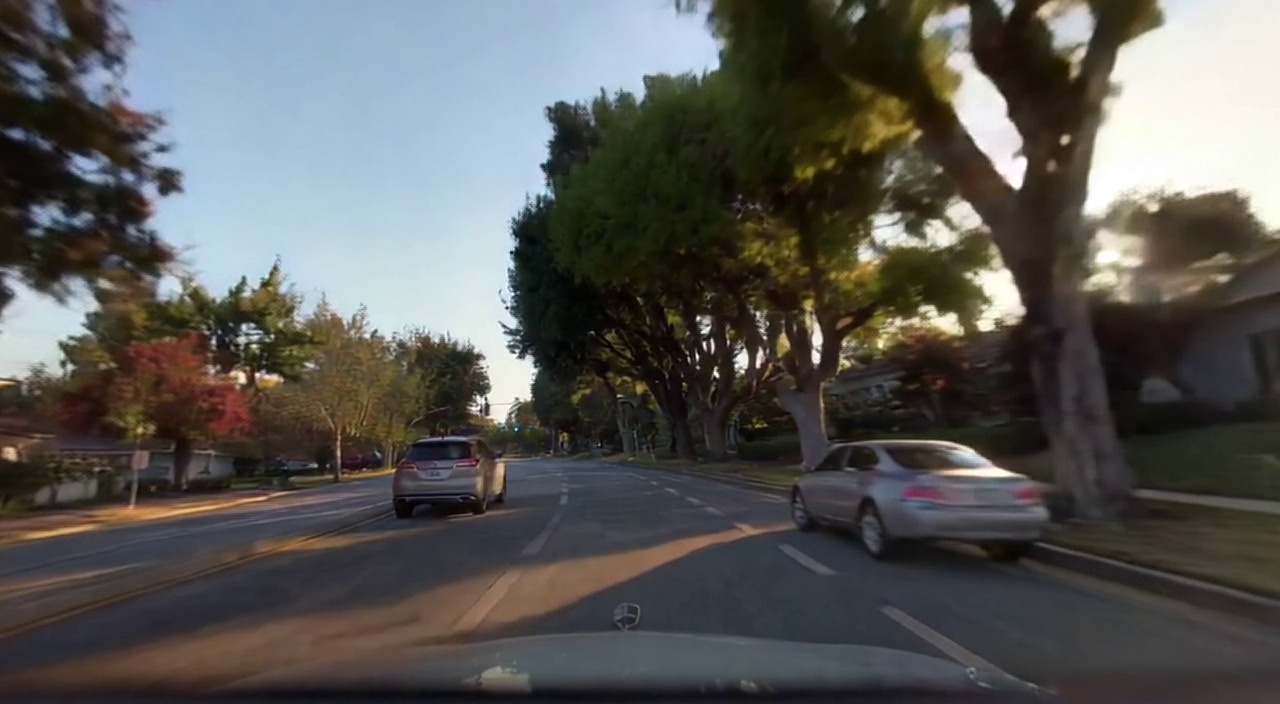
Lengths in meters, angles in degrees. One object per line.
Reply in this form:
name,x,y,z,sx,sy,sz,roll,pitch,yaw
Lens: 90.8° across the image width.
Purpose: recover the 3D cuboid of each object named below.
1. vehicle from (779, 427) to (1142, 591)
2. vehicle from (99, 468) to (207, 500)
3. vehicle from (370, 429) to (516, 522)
vehicle,3.414,1.733,7.949,1.928,1.447,4.386,1,-8,-6
vehicle,-24.366,6.615,31.735,3.892,1.323,1.741,0,-7,-9
vehicle,-4.282,2.743,14.611,2.175,1.772,4.442,0,-8,-4
